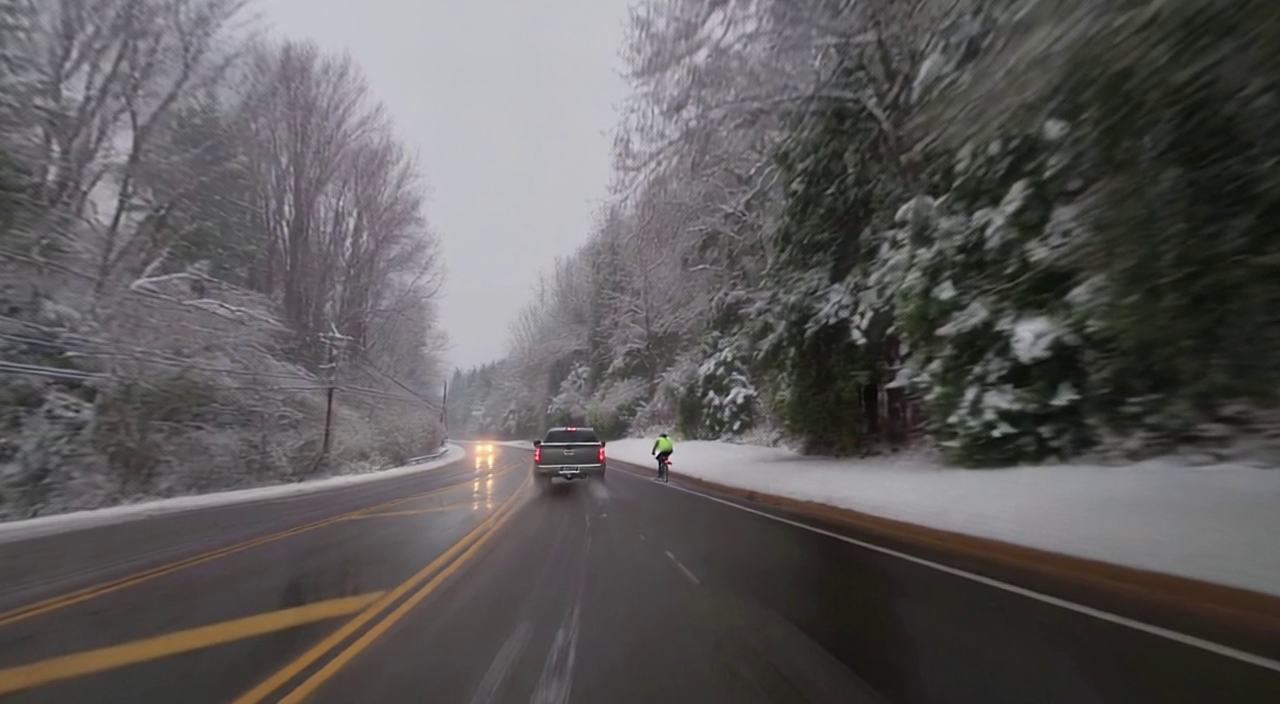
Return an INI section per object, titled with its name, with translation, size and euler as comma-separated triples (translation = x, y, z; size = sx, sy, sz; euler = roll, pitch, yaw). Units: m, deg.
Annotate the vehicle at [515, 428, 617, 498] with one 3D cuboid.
[vehicle]
translation = -2.117, 3.282, 19.162
size = 2.631, 1.798, 5.331
euler = 0, -8, -4
